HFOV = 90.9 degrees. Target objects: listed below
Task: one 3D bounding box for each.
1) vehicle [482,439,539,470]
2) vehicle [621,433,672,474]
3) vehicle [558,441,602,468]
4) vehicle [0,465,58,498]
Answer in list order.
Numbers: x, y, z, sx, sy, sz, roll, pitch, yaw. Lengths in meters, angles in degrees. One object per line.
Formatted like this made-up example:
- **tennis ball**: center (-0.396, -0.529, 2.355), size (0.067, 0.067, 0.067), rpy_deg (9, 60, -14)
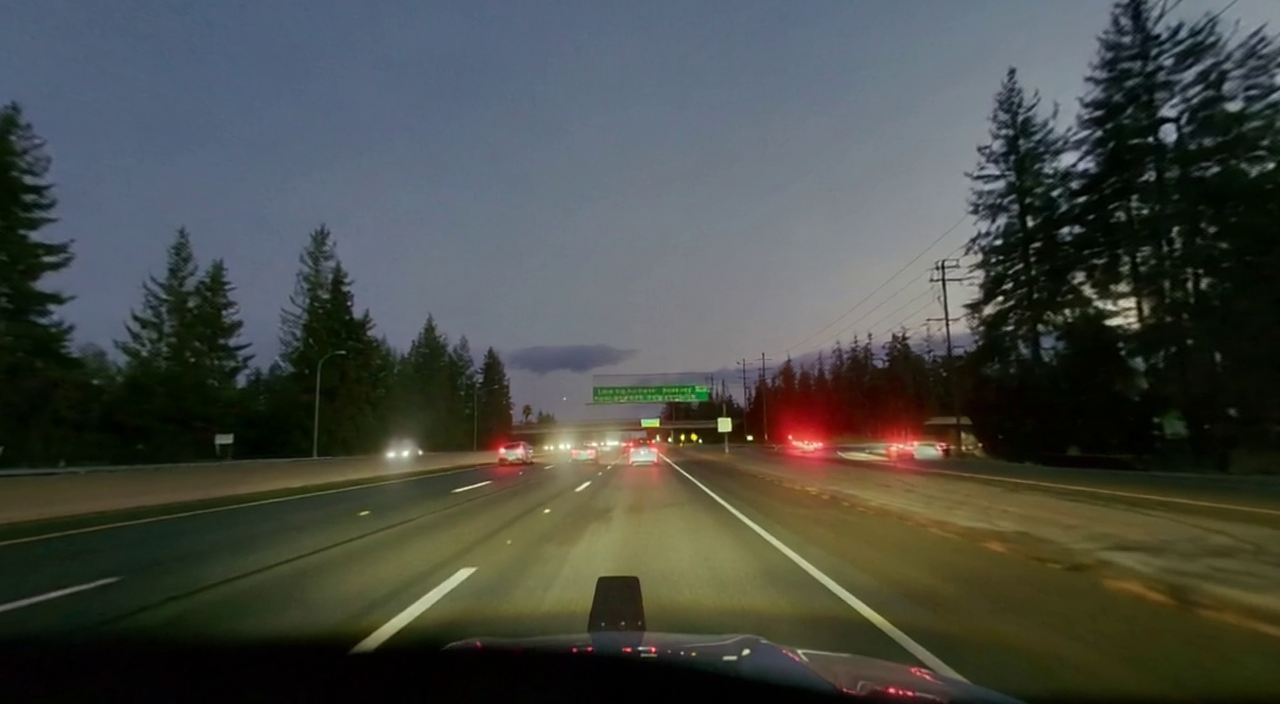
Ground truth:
- **vehicle**: center (-7.307, 5.831, 36.105), size (2.139, 1.653, 4.614), rpy_deg (0, -8, 2)
- **vehicle**: center (0.285, 4.627, 28.905), size (2.152, 1.697, 4.066), rpy_deg (0, -8, 0)
- **vehicle**: center (-3.415, 5.957, 36.895), size (2.056, 1.464, 4.564), rpy_deg (0, -8, 1)
- **vehicle**: center (-36.467, 7.623, 37.361), size (1.916, 1.664, 4.530), rpy_deg (5, -10, -31)
